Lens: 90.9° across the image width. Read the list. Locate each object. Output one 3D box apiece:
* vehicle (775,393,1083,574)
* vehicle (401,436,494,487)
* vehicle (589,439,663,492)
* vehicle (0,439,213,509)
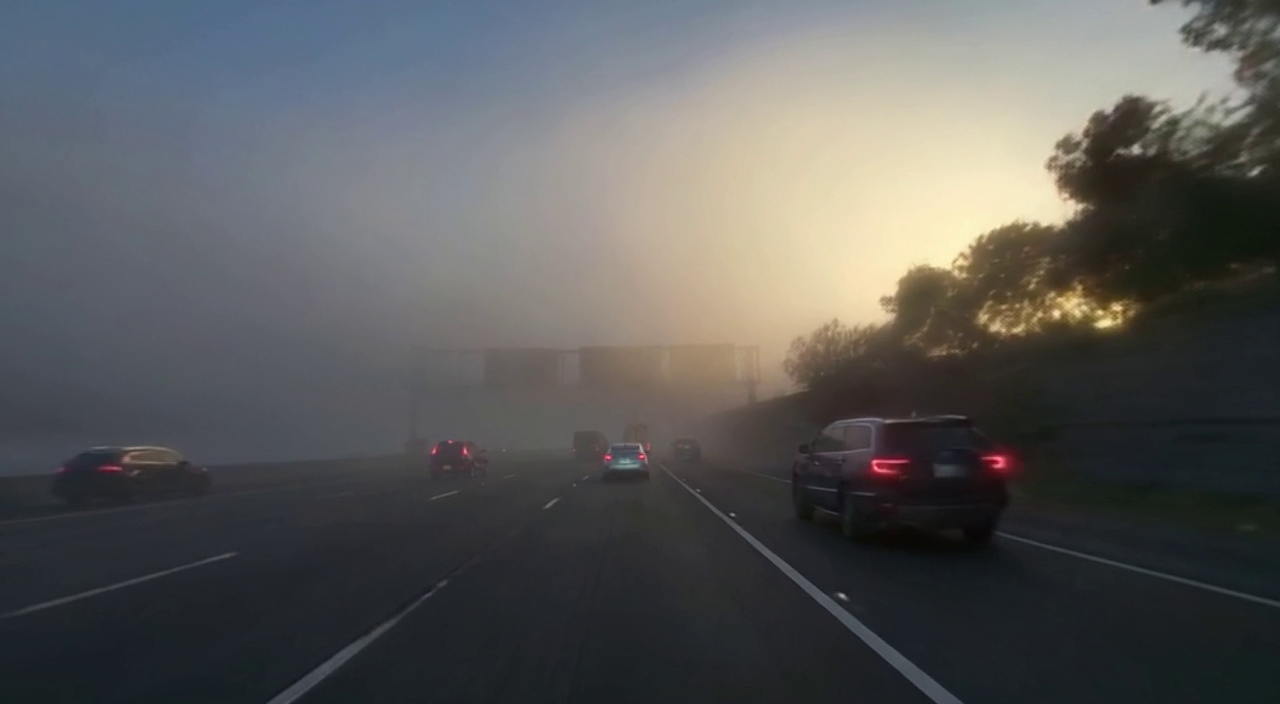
[{"bbox_3d":[3.336,1.619,8.445,2.001,1.771,4.250,0,-9,-1],"label":"vehicle"},{"bbox_3d":[-6.940,3.987,23.226,2.060,1.669,4.242,0,-9,0],"label":"vehicle"},{"bbox_3d":[-0.398,3.468,19.633,2.042,1.446,4.269,0,-9,0],"label":"vehicle"},{"bbox_3d":[-14.471,3.243,17.320,2.055,1.628,4.898,0,-9,0],"label":"vehicle"}]
